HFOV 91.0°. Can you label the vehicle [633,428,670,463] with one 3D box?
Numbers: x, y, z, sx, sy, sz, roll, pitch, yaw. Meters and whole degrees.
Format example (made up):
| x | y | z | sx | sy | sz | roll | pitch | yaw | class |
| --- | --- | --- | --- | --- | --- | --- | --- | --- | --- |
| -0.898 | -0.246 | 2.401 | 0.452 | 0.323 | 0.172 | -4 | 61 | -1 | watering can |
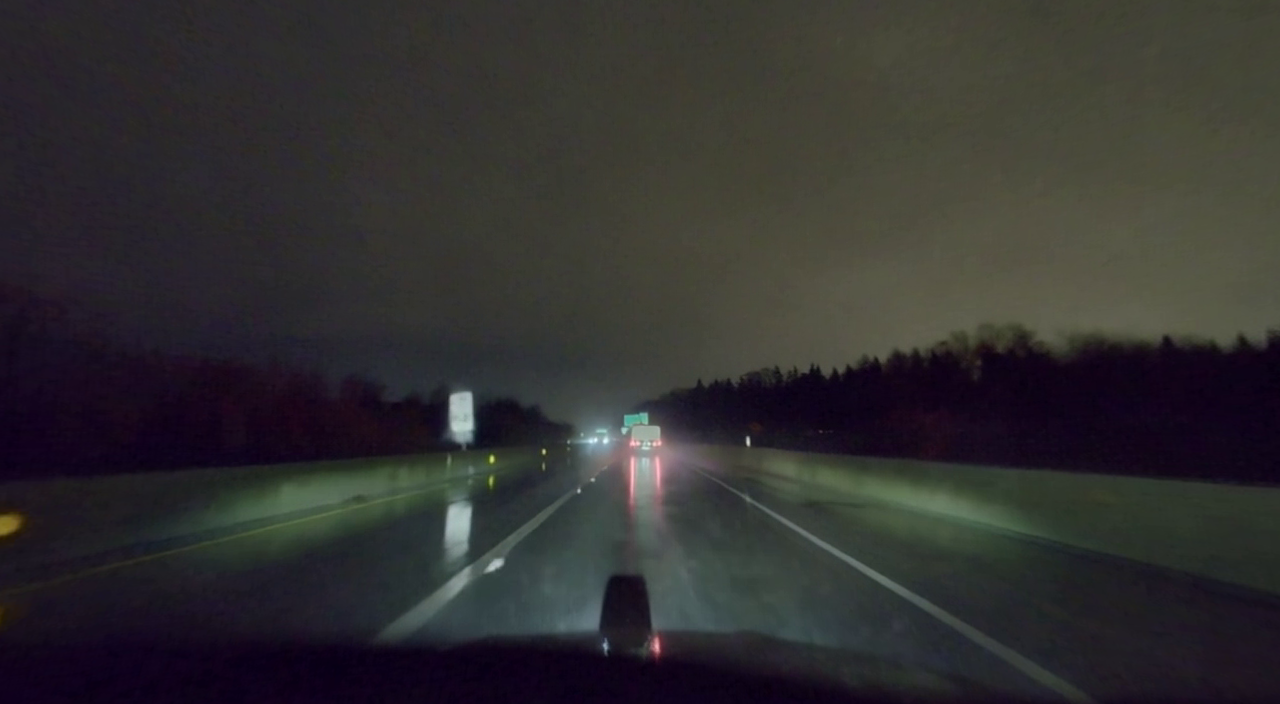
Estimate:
| x | y | z | sx | sy | sz | roll | pitch | yaw | class |
| --- | --- | --- | --- | --- | --- | --- | --- | --- | --- |
| 0.743 | 5.997 | 40.363 | 2.277 | 2.109 | 4.922 | 0 | -8 | 1 | vehicle |
